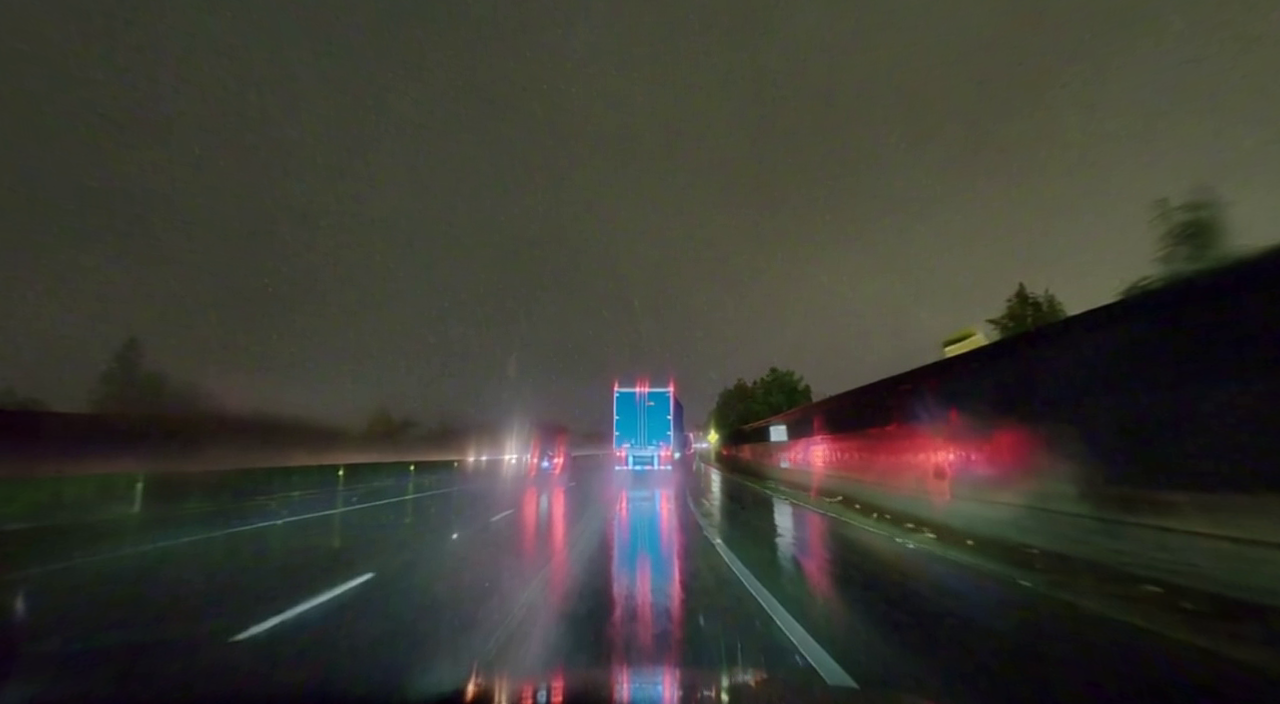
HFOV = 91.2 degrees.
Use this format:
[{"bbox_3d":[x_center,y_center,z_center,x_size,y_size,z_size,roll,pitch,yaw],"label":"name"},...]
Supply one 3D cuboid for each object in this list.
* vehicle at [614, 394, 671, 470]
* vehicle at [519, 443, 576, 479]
[{"bbox_3d":[0.291,5.188,39.551,3.123,4.094,10.812,-1,-9,2],"label":"vehicle"},{"bbox_3d":[-4.160,4.947,28.717,1.895,1.500,3.808,-1,-9,2],"label":"vehicle"}]
